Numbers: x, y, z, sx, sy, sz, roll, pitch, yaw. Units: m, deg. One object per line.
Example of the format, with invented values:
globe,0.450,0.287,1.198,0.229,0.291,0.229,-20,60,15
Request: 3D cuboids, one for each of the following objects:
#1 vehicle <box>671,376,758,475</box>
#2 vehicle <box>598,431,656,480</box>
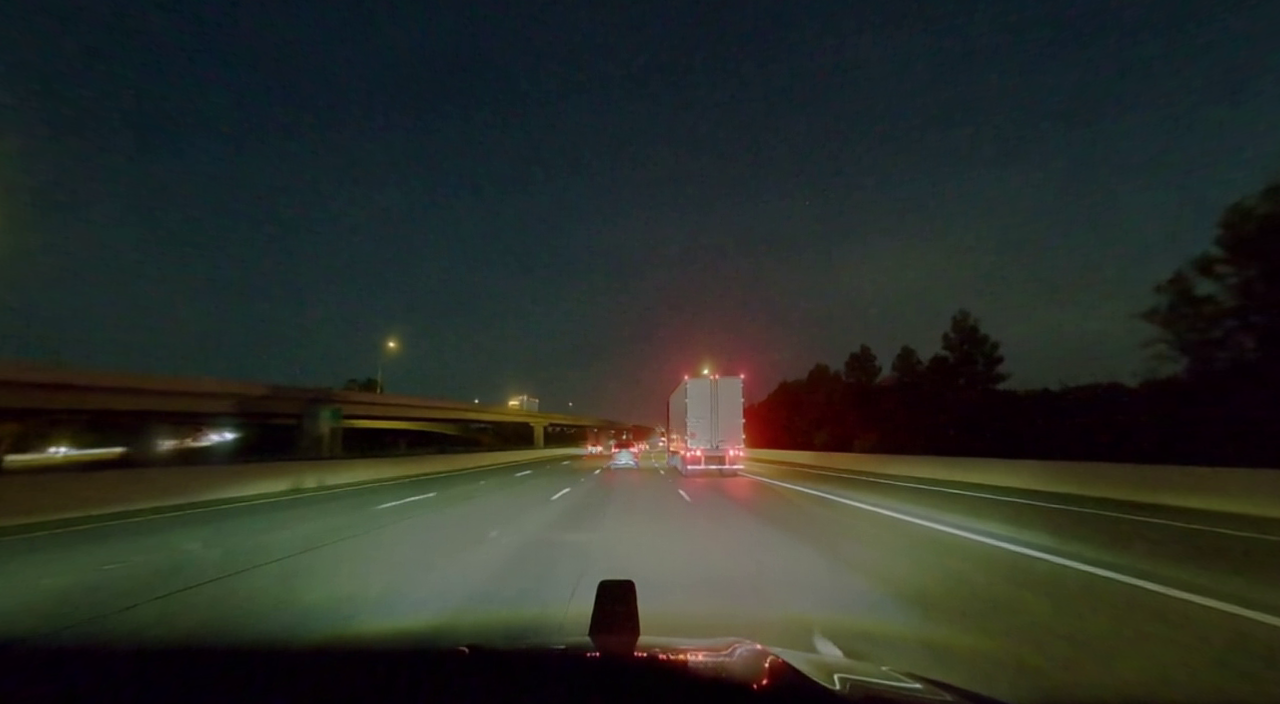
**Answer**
vehicle,3.341,3.779,31.260,2.964,4.063,10.072,0,-8,0
vehicle,-0.434,4.055,24.889,2.077,1.716,4.514,0,-9,1
